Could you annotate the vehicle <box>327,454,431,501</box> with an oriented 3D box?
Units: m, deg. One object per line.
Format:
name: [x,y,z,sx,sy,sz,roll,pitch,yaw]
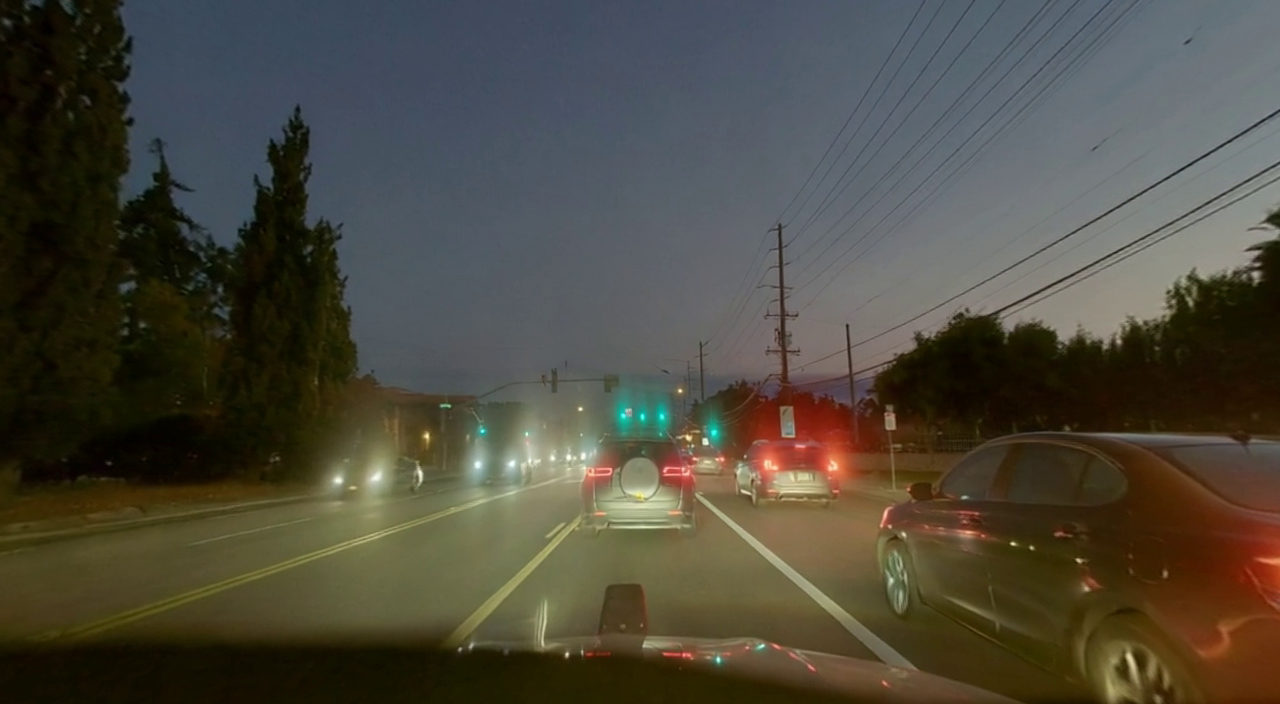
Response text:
vehicle: [-9.319,4.494,22.930,1.854,1.459,4.288,-1,-8,1]

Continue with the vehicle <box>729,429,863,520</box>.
vehicle: [3.238,2.613,13.998,1.914,1.698,4.049,0,-8,0]

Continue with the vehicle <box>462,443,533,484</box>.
vehicle: [-6.436,5.084,29.026,2.218,1.722,4.397,0,-8,1]

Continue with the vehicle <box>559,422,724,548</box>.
vehicle: [0.036,2.089,10.556,2.200,1.653,4.127,0,-8,1]

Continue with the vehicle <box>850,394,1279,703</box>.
vehicle: [2.865,1.117,3.505,1.950,1.487,4.275,0,-8,1]
